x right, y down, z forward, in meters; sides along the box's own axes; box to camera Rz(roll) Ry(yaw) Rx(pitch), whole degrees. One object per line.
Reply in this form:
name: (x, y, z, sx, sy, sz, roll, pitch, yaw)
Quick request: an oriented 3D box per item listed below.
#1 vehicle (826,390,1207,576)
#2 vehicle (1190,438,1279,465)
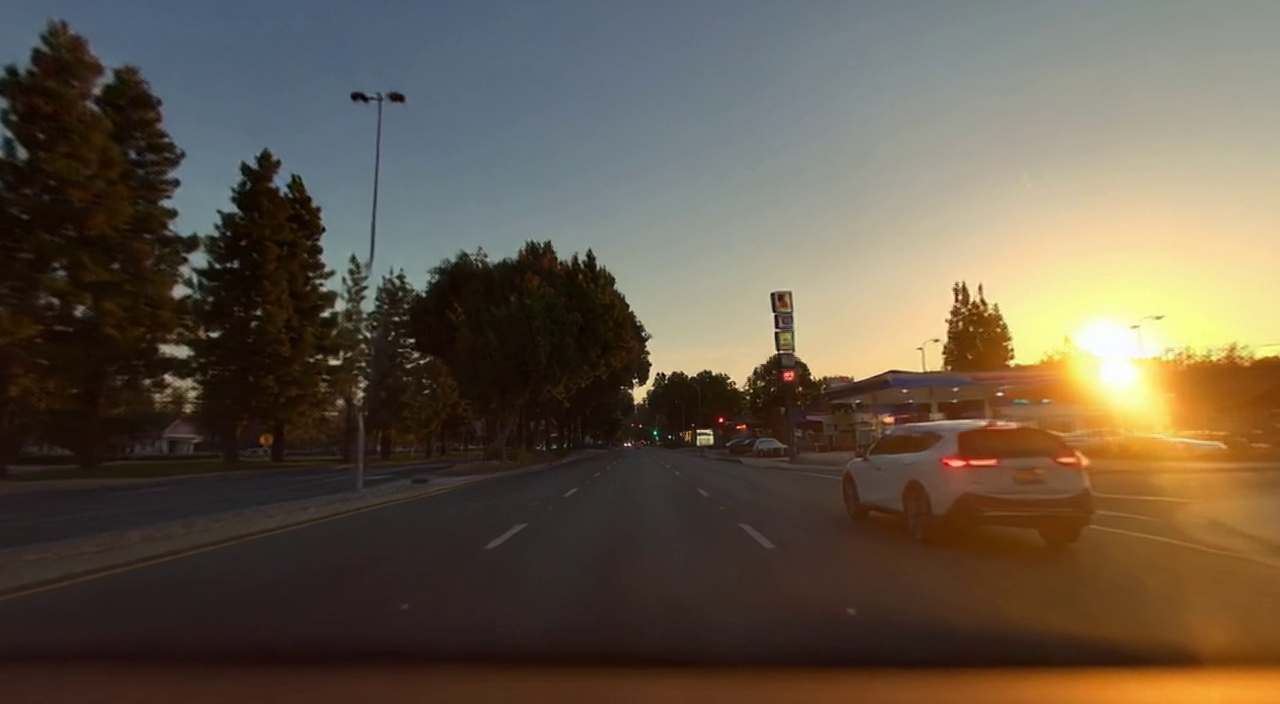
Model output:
vehicle: (4.552, 1.692, 8.966, 2.245, 1.864, 5.076, 0, -8, 0)
vehicle: (34.023, 5.588, 35.615, 4.182, 1.473, 1.840, 0, -8, 1)
